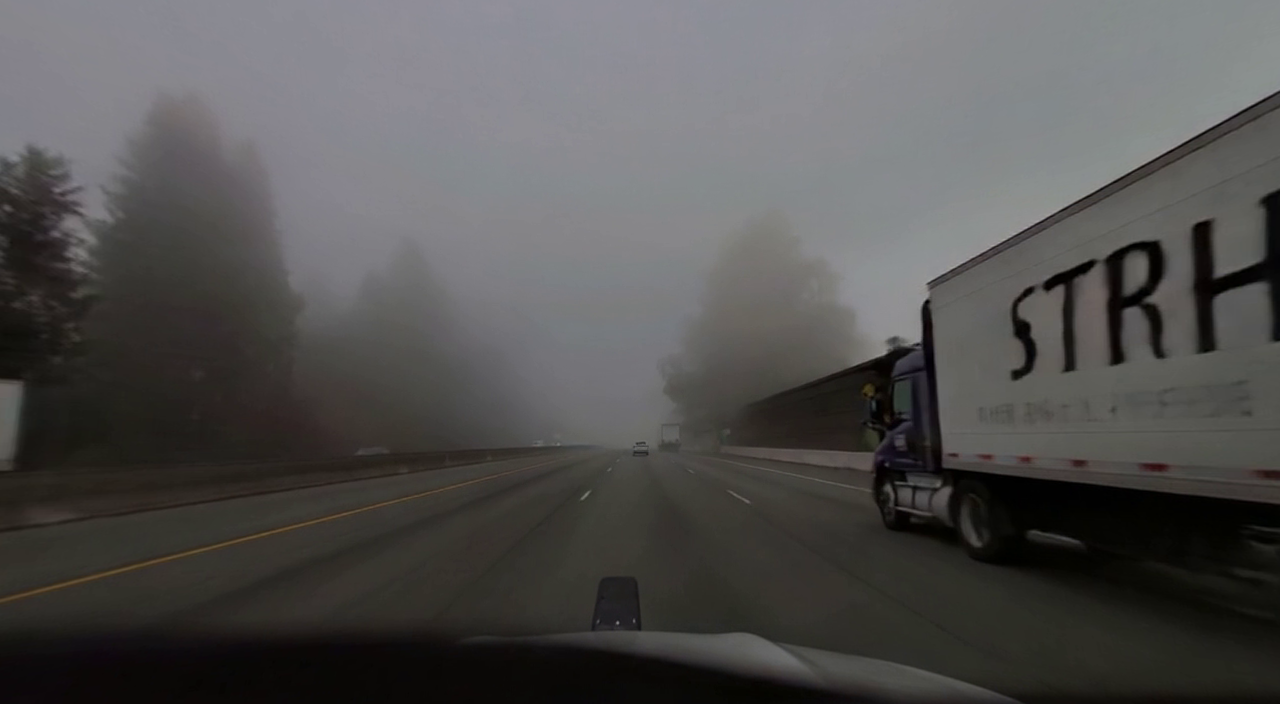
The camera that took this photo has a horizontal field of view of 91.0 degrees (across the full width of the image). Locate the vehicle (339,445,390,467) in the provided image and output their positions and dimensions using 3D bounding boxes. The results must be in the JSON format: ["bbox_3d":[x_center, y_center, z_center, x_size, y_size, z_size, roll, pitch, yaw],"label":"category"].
[{"bbox_3d":[-20.849,7.869,47.845,1.857,1.482,4.561,-1,-8,-1],"label":"vehicle"}]

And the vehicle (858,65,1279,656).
[{"bbox_3d":[5.235,0.219,4.998,2.949,3.470,10.539,0,-8,-2],"label":"vehicle"}]
